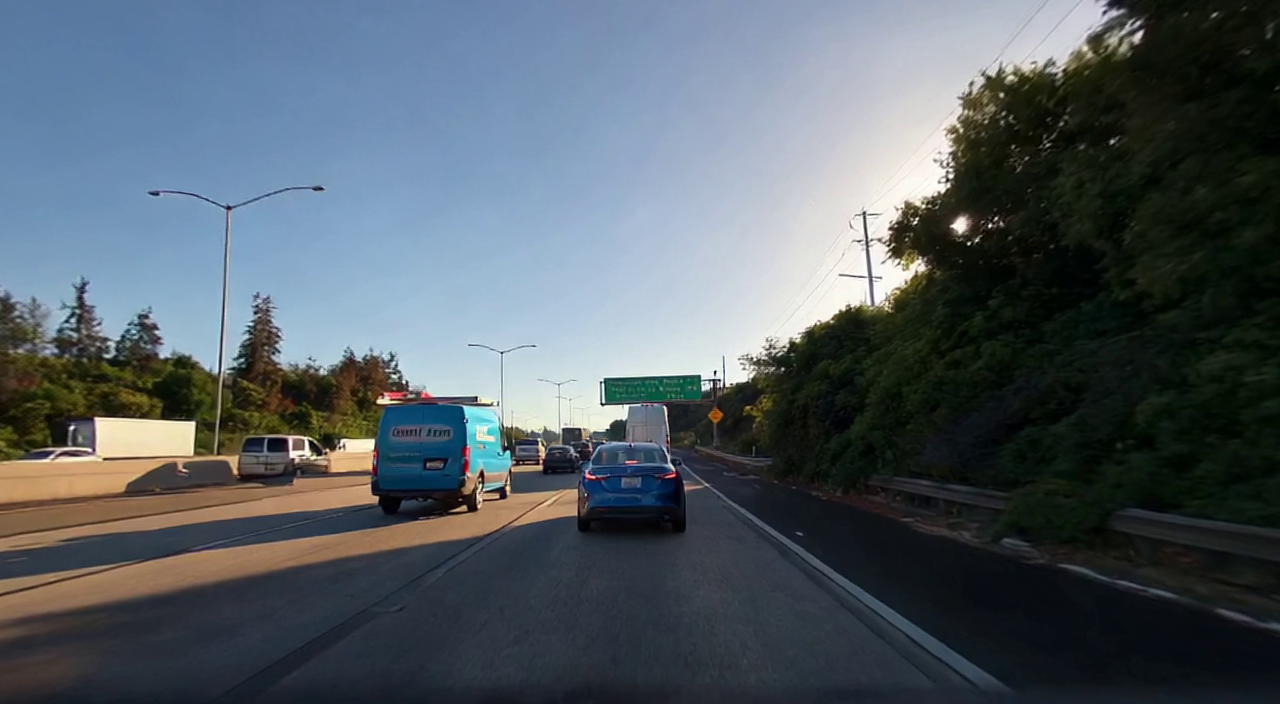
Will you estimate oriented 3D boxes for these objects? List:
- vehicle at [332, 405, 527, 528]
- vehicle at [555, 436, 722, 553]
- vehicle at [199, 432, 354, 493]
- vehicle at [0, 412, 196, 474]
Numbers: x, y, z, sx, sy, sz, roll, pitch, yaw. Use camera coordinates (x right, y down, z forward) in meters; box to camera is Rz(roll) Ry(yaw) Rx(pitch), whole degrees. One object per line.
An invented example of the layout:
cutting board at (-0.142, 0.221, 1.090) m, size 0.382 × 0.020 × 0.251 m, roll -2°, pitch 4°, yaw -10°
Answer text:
vehicle at (-3.780, 2.158, 12.360) m, size 2.142 × 1.952 × 4.556 m, roll 0°, pitch -8°, yaw 1°
vehicle at (-0.019, 2.065, 9.836) m, size 2.054 × 1.421 × 4.090 m, roll 0°, pitch -8°, yaw 0°
vehicle at (-11.393, 3.478, 20.192) m, size 2.000 × 1.695 × 4.806 m, roll 0°, pitch -8°, yaw 1°
vehicle at (-37.341, 6.402, 44.156) m, size 2.933 × 3.731 × 11.455 m, roll -1°, pitch -8°, yaw 5°
